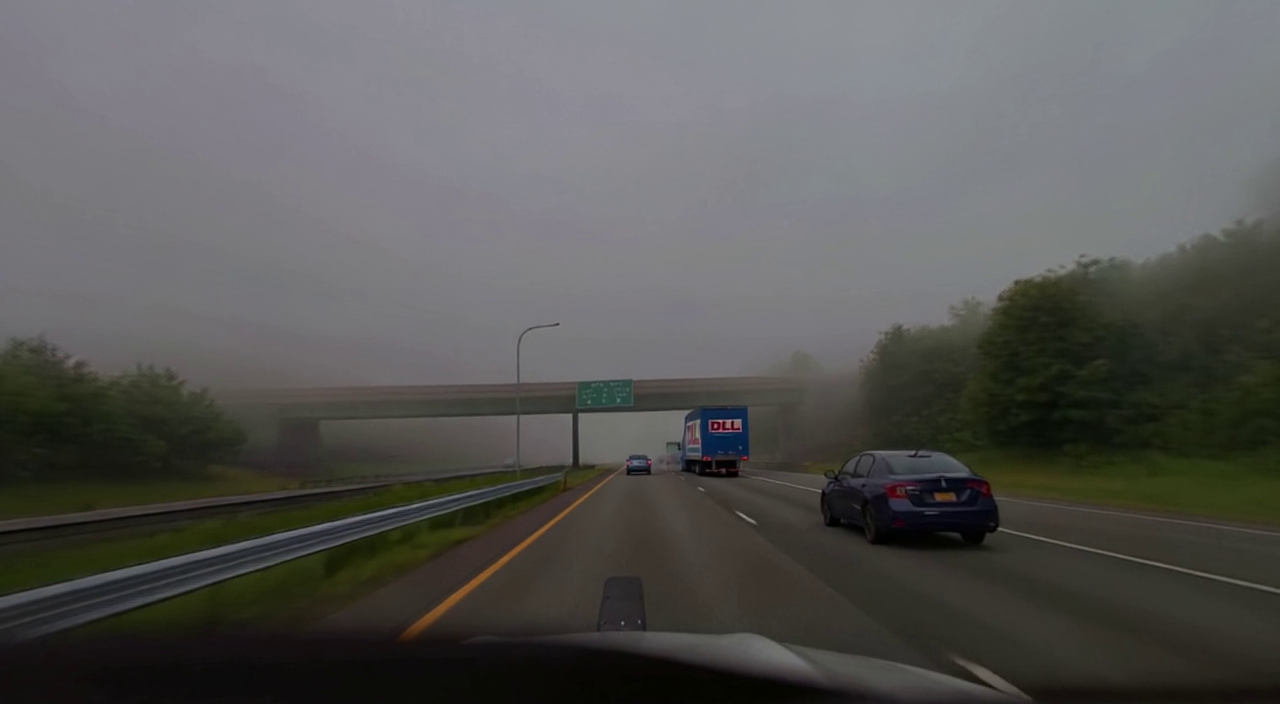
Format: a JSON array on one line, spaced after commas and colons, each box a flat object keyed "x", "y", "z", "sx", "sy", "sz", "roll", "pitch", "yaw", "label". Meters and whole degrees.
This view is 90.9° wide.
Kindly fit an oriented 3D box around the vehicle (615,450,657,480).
[{"x": -0.231, "y": 5.854, "z": 32.887, "sx": 2.055, "sy": 1.445, "sz": 3.661, "roll": 0, "pitch": -9, "yaw": 0, "label": "vehicle"}]

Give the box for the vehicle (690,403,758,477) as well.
[{"x": 4.863, "y": 5.382, "z": 38.251, "sx": 2.838, "sy": 3.985, "sz": 8.010, "roll": 0, "pitch": -9, "yaw": -1, "label": "vehicle"}]

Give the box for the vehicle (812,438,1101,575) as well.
[{"x": 4.009, "y": 1.998, "z": 8.958, "sx": 1.894, "sy": 1.452, "sz": 4.164, "roll": 0, "pitch": -9, "yaw": 0, "label": "vehicle"}]
